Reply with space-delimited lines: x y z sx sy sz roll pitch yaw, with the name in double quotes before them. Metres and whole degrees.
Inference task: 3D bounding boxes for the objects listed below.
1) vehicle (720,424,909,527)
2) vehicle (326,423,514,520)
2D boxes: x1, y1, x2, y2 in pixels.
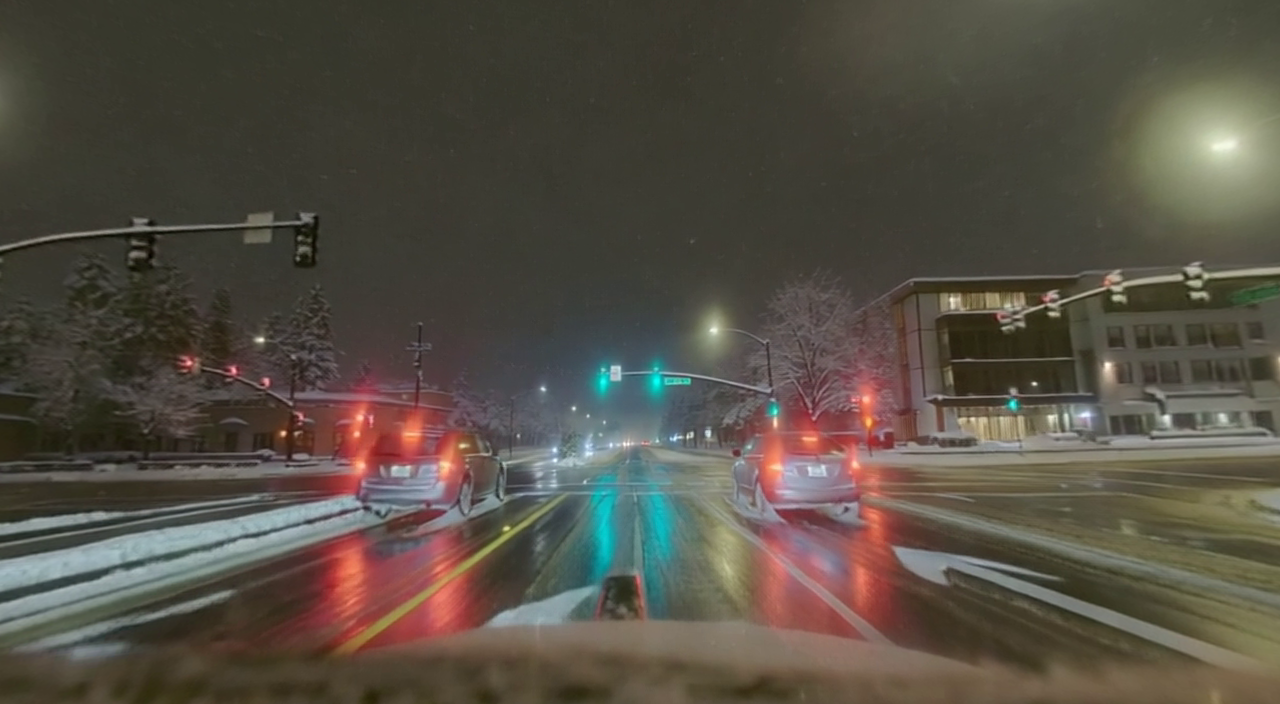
"vehicle" 2.919 2.207 11.873 2.130 1.524 4.722 0 -8 -1
"vehicle" -3.934 2.227 12.286 1.973 1.526 4.533 0 -8 1
